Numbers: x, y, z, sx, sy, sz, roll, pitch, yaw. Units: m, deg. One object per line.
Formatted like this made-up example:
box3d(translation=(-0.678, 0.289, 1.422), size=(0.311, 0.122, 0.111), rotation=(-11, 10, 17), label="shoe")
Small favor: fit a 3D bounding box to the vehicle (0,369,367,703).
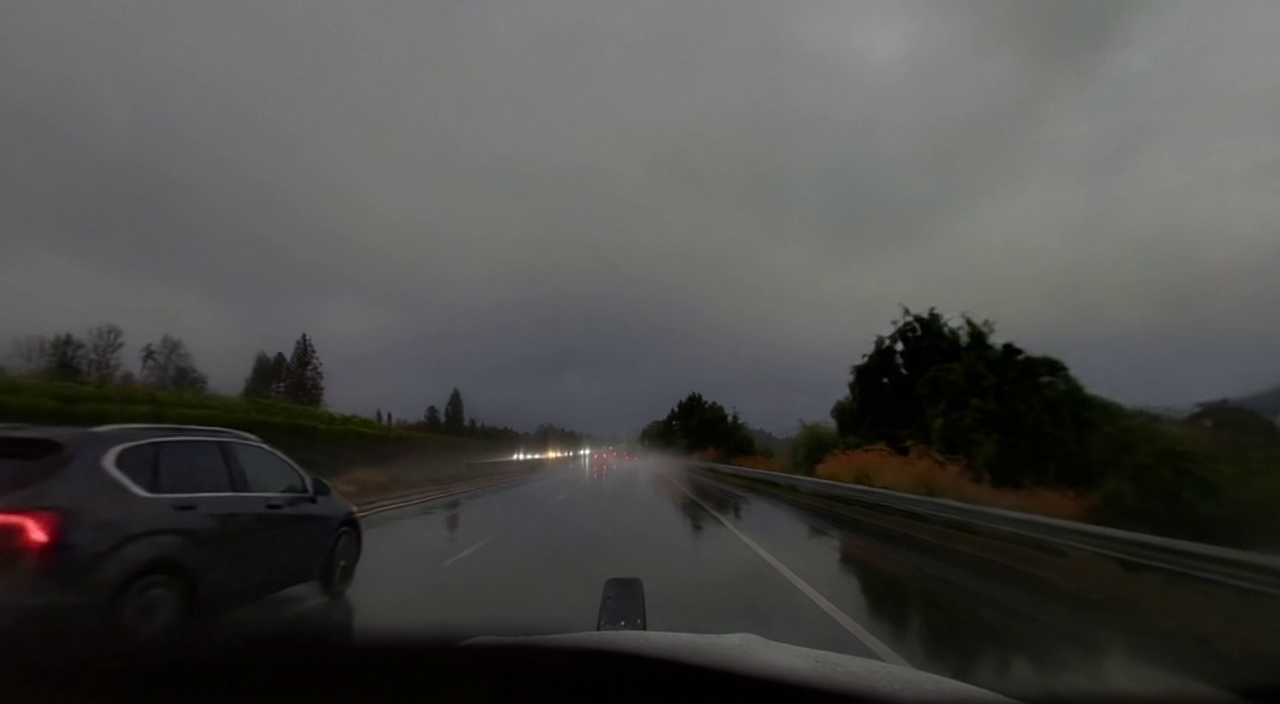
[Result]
box3d(translation=(-3.928, 1.153, 4.240), size=(2.135, 1.686, 4.517), rotation=(0, -9, 0), label="vehicle")
